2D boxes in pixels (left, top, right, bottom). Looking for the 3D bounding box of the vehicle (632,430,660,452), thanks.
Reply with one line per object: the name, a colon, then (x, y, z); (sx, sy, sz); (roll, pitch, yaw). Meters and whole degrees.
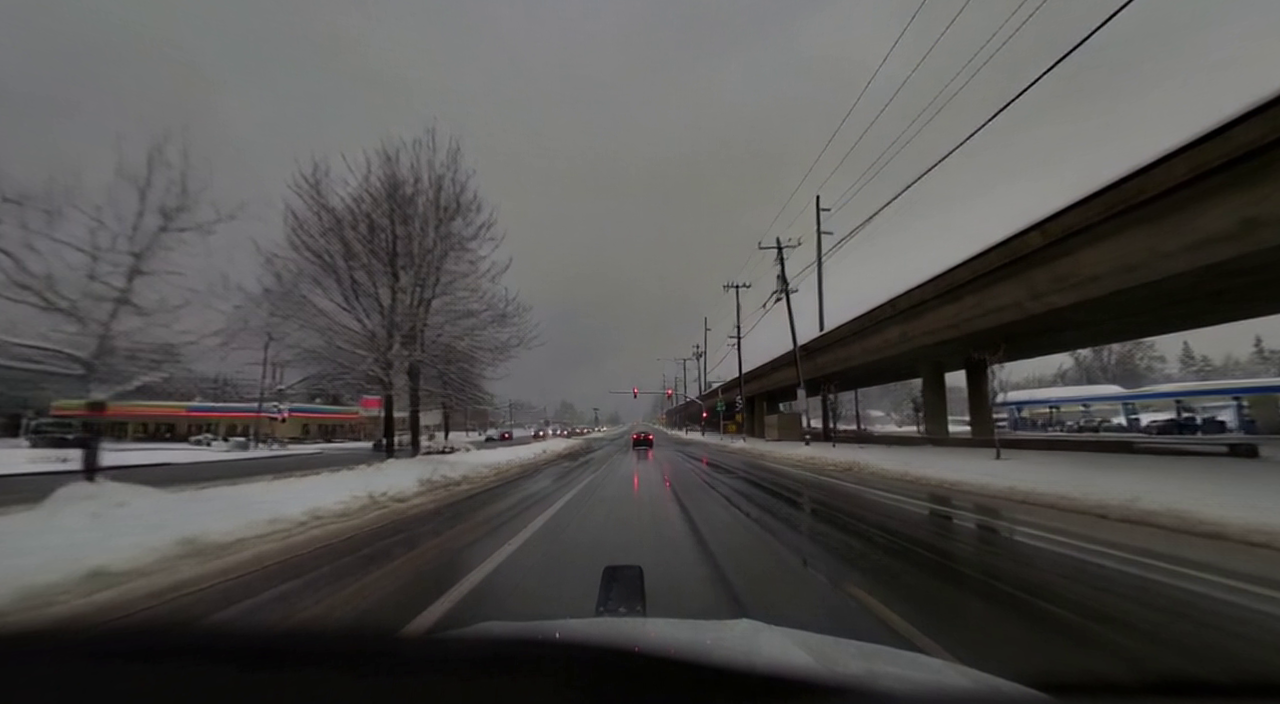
vehicle: (0.431, 6.987, 49.405); (2.074, 1.631, 3.793); (0, -8, 0)
